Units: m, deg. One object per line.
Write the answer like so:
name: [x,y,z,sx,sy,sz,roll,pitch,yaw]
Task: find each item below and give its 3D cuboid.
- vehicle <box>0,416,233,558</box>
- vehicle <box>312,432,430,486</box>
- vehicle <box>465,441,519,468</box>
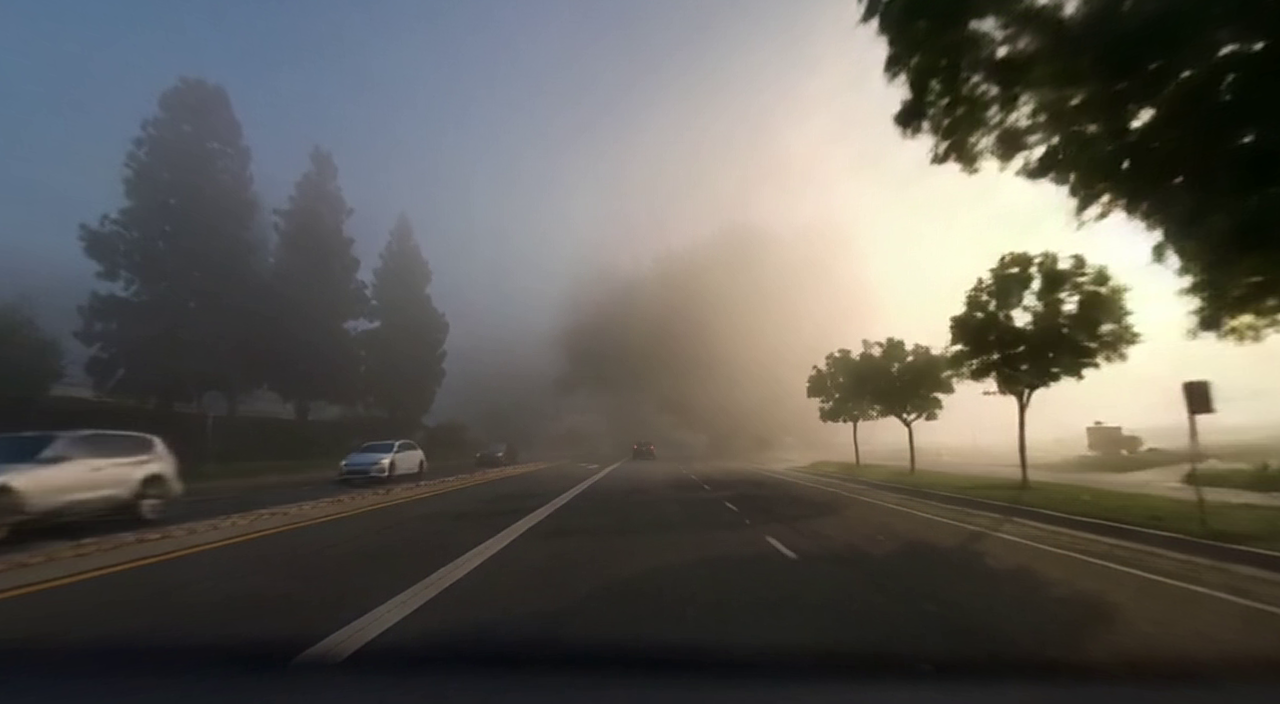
vehicle: [-9.018,1.961,9.794,2.250,1.747,4.492,0,-8,2]
vehicle: [-9.817,3.930,23.547,2.230,1.777,4.797,0,-8,1]
vehicle: [-8.703,6.069,37.463,1.946,1.470,4.443,0,-8,2]
